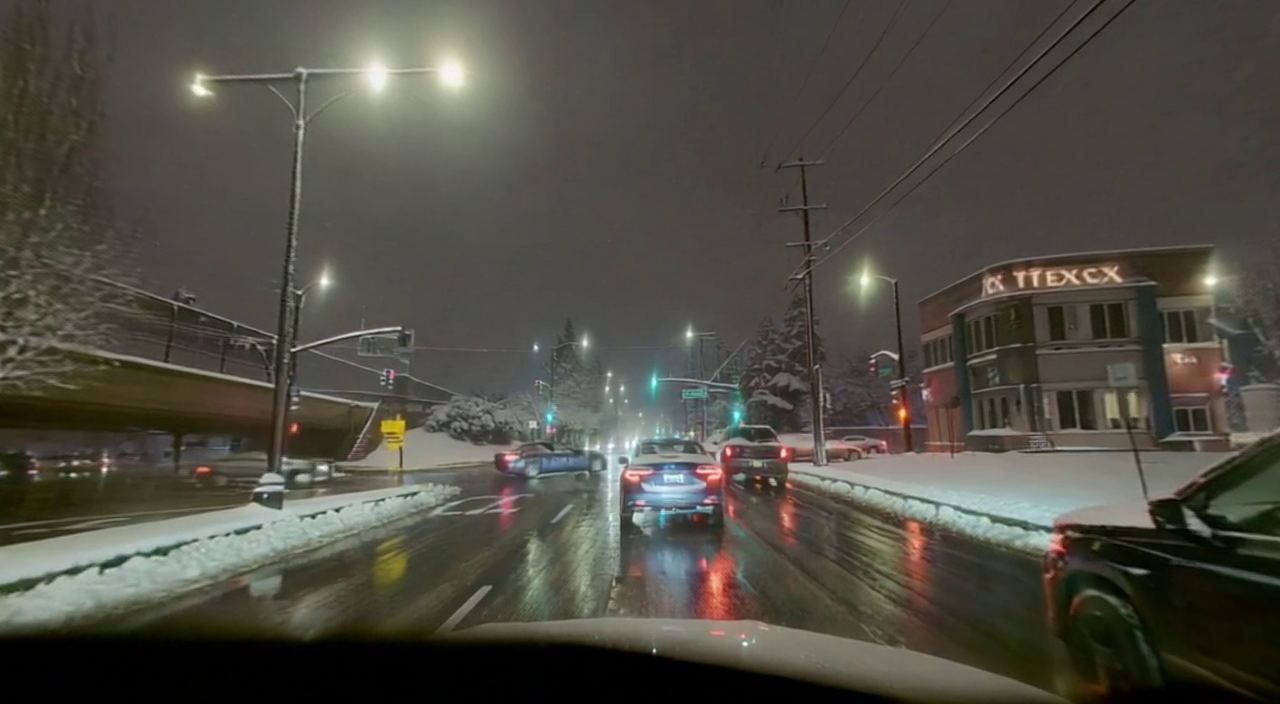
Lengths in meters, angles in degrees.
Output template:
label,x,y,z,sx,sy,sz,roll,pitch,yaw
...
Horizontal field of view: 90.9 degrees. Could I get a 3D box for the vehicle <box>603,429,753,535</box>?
label,x,y,z,sx,sy,sz,roll,pitch,yaw
vehicle,0.562,2.144,11.026,2.101,1.467,4.210,0,-8,1

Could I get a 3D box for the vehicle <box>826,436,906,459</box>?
label,x,y,z,sx,sy,sz,roll,pitch,yaw
vehicle,14.564,6.188,40.796,4.498,1.439,1.842,0,-8,-1

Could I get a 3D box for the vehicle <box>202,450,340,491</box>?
label,x,y,z,sx,sy,sz,roll,pitch,yaw
vehicle,-14.668,4.680,25.316,1.873,1.462,4.283,-6,-10,32

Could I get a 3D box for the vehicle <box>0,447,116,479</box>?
label,x,y,z,sx,sy,sz,roll,pitch,yaw
vehicle,-31.860,6.072,34.554,4.474,1.673,2.010,0,-8,1

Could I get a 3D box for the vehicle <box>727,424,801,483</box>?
label,x,y,z,sx,sy,sz,roll,pitch,yaw
vehicle,4.529,3.778,23.745,2.080,1.999,4.379,-1,-8,2

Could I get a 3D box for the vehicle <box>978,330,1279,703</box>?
label,x,y,z,sx,sy,sz,roll,pitch,yaw
vehicle,3.506,0.797,2.327,2.062,1.781,4.488,0,-8,1

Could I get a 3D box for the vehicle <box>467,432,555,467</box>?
label,x,y,z,sx,sy,sz,roll,pitch,yaw
vehicle,-7.610,5.851,37.943,2.322,1.916,5.640,-4,-9,23

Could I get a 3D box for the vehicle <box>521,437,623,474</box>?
label,x,y,z,sx,sy,sz,roll,pitch,yaw
vehicle,-3.179,4.892,30.058,4.546,1.611,1.832,6,-10,-37
